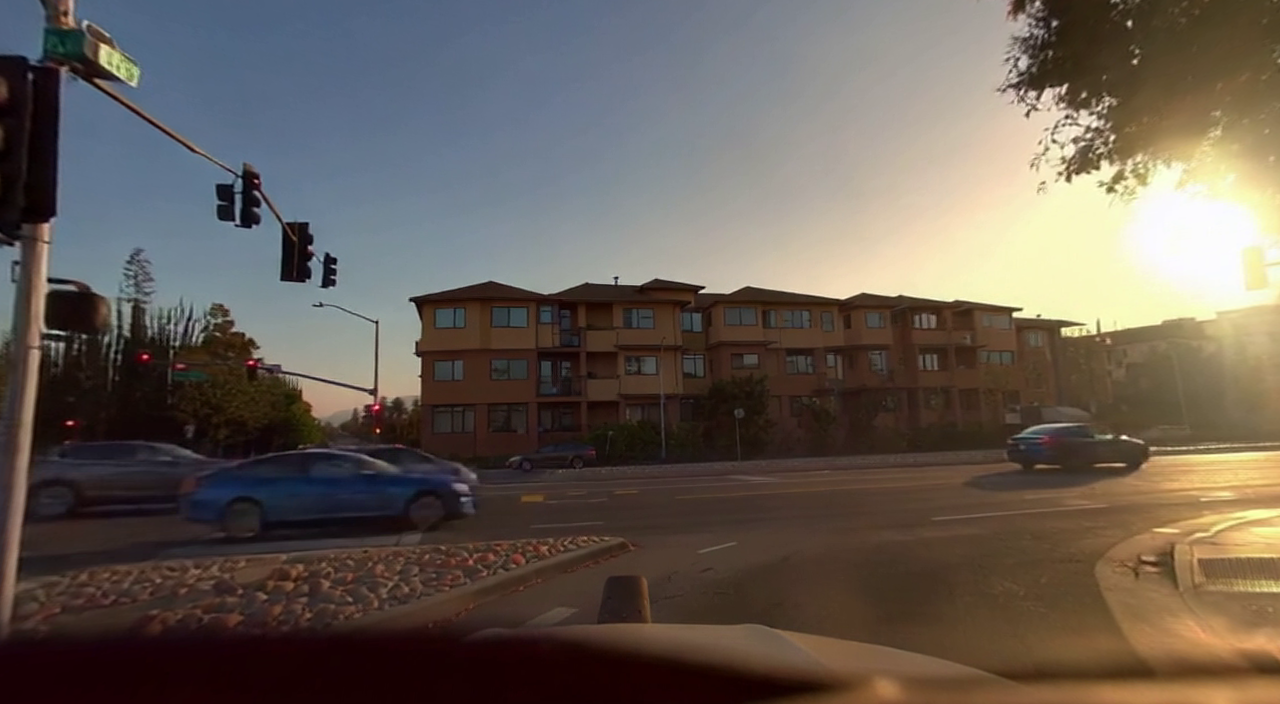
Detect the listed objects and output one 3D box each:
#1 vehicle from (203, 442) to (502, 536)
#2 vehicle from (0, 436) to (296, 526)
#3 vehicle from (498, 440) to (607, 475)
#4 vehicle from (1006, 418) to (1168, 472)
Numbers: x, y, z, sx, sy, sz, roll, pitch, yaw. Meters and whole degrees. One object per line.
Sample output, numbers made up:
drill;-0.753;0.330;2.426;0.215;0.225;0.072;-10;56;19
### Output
vehicle;-4.930;2.375;11.490;4.521;1.433;1.943;2;-9;-18
vehicle;-10.307;2.676;13.610;4.683;1.678;1.981;3;-9;-18
vehicle;-3.727;4.458;26.860;4.289;1.415;1.774;3;-9;-19
vehicle;15.180;3.155;21.468;4.711;1.688;1.915;2;-9;-18
